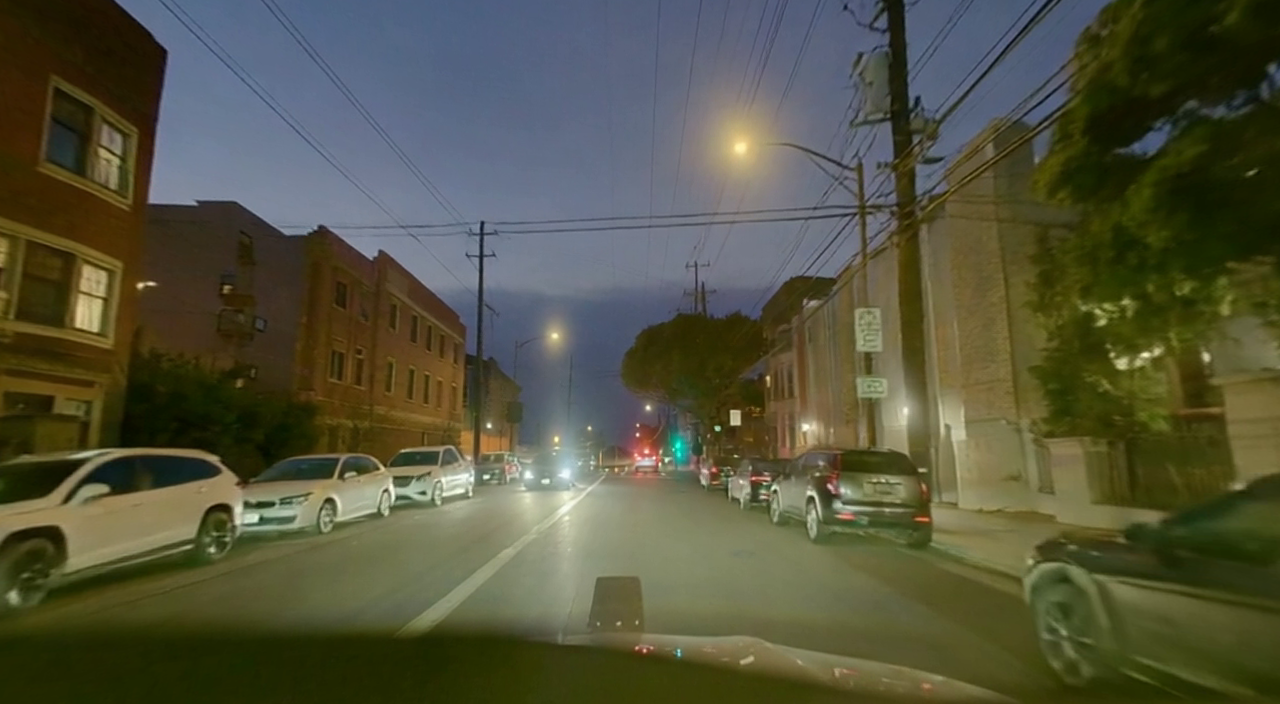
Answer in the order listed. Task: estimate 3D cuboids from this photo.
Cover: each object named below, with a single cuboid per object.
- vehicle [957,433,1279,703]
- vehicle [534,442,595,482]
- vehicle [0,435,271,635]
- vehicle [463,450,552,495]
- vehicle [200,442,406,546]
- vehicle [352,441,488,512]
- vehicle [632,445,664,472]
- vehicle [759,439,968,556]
[{"bbox_3d":[3.318,1.040,2.357,1.885,1.464,4.466,0,-8,-1],"label":"vehicle"},{"bbox_3d":[-3.660,5.470,31.686,2.236,1.834,4.743,-1,-8,3],"label":"vehicle"},{"bbox_3d":[-6.736,1.903,7.453,1.930,1.756,4.955,0,-8,-3],"label":"vehicle"},{"bbox_3d":[-5.318,4.660,24.892,1.994,1.510,4.802,5,-10,-29],"label":"vehicle"},{"bbox_3d":[-6.658,2.787,13.196,1.925,1.759,4.396,0,-8,-1],"label":"vehicle"},{"bbox_3d":[-6.649,3.798,20.022,2.263,1.882,5.706,0,-8,0],"label":"vehicle"},{"bbox_3d":[0.511,7.285,43.281,2.059,1.736,3.994,0,-8,0],"label":"vehicle"},{"bbox_3d":[3.414,2.274,10.674,1.895,1.553,4.235,0,-8,-1],"label":"vehicle"}]
